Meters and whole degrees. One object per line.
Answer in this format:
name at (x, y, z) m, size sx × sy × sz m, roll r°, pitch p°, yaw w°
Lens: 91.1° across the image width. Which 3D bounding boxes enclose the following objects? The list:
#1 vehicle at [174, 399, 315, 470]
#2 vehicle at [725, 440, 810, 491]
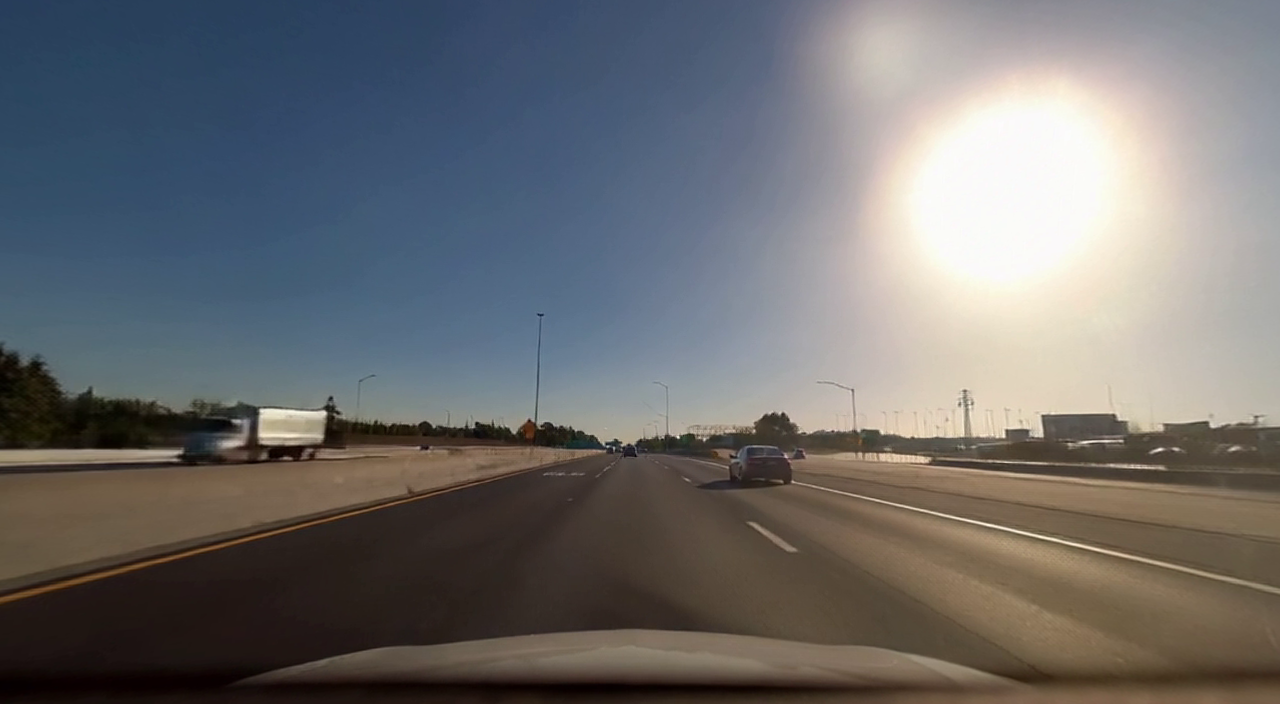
vehicle at (-21.223, 4.605, 34.419) m, size 2.693 × 3.425 × 7.572 m, roll 0°, pitch -9°, yaw 0°
vehicle at (4.217, 3.816, 21.470) m, size 1.984 × 1.540 × 3.973 m, roll 0°, pitch -9°, yaw -1°
